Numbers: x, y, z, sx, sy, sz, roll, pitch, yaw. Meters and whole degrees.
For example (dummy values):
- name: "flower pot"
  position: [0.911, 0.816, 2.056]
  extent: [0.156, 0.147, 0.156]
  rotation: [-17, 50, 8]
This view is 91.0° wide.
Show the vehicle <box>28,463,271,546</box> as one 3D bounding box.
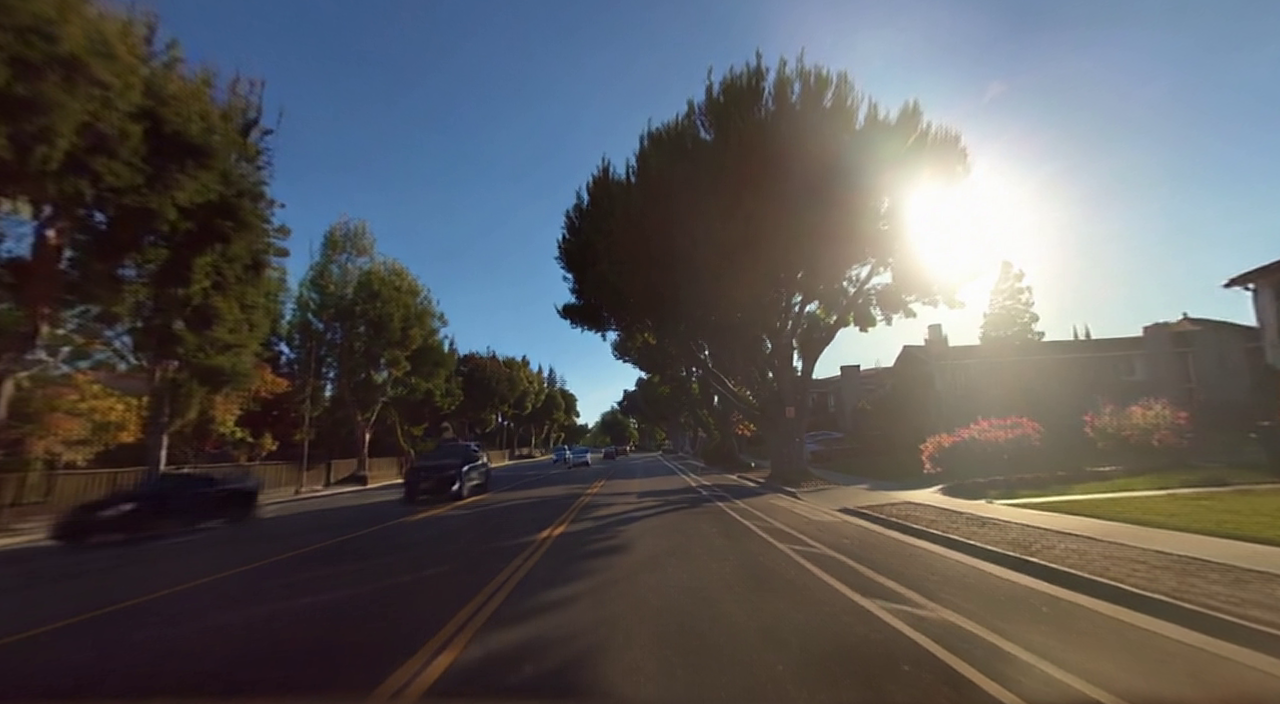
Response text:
- name: "vehicle"
  position: [-10.527, 3.257, 14.064]
  extent: [1.865, 1.441, 4.422]
  rotation: [0, -9, 0]

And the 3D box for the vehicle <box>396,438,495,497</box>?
- name: "vehicle"
  position: [-6.787, 4.070, 22.621]
  extent: [2.063, 1.859, 4.812]
  rotation: [-1, -9, -1]
